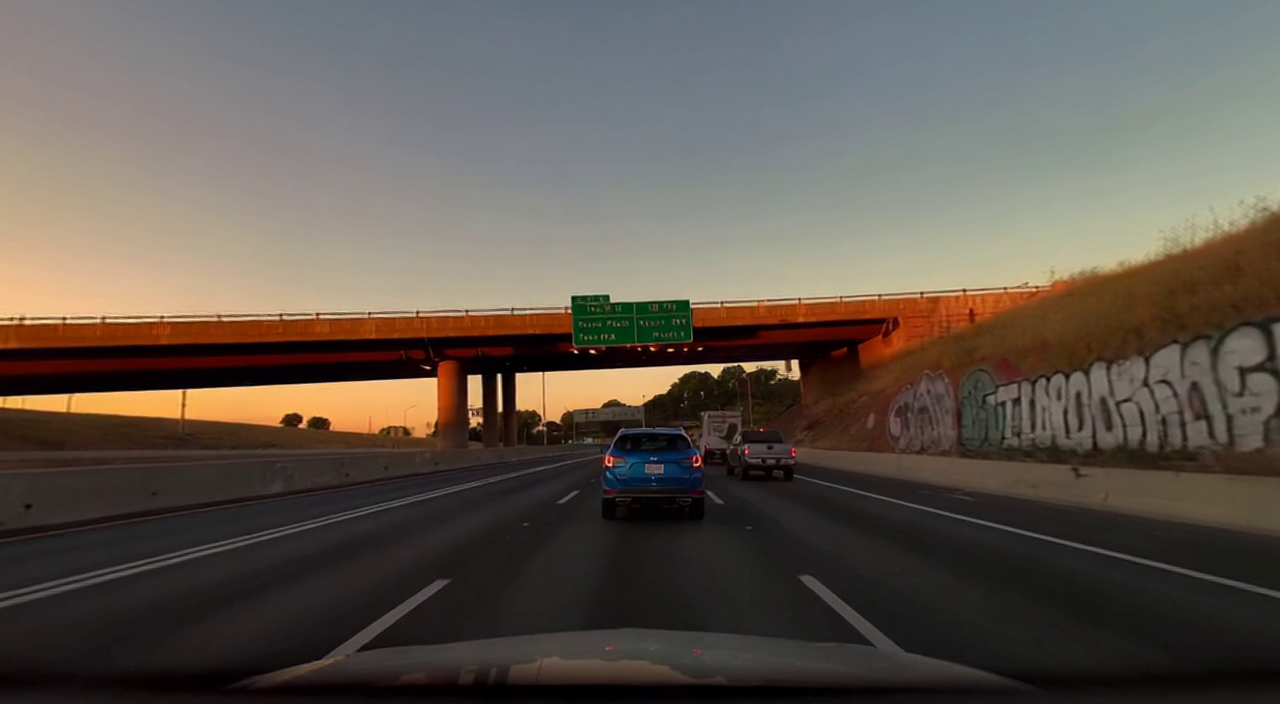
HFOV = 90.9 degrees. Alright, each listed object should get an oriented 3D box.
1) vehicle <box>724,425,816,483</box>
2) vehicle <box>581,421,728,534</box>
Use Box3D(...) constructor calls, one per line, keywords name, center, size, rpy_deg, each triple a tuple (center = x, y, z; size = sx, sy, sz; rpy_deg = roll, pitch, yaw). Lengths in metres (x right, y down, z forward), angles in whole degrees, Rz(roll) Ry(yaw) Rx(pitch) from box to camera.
Box3D(name="vehicle", center=(4.725, 3.838, 24.043), size=(2.311, 1.922, 5.977), rpy_deg=(0, -8, 1))
Box3D(name="vehicle", center=(0.247, 2.164, 11.423), size=(2.193, 1.651, 3.946), rpy_deg=(-1, -8, 1))
